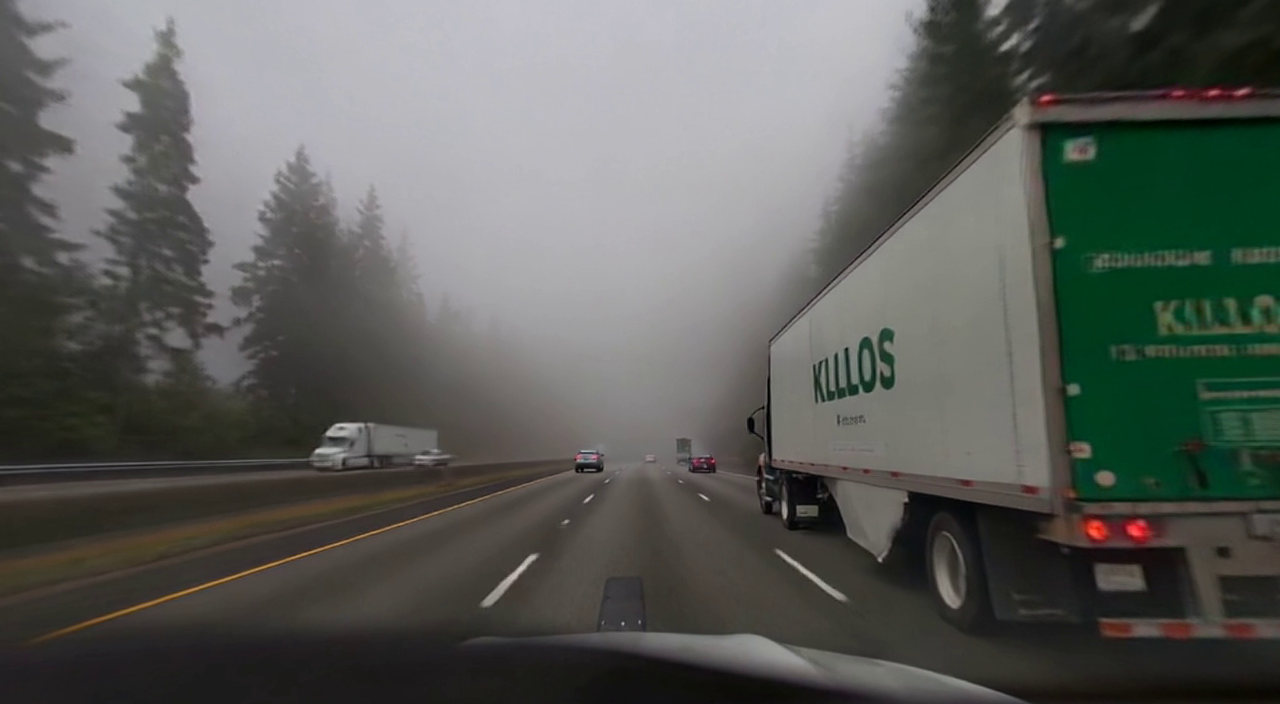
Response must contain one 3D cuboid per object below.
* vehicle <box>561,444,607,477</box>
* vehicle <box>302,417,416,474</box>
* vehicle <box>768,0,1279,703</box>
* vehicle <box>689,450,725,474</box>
[{"bbox_3d":[-2.981,5.900,34.390,2.017,1.683,4.309,0,-9,1],"label":"vehicle"},{"bbox_3d":[-19.865,6.846,45.711,2.915,3.605,11.295,0,-9,1],"label":"vehicle"},{"bbox_3d":[4.358,0.748,8.738,2.914,3.998,11.103,0,-9,1],"label":"vehicle"},{"bbox_3d":[4.796,7.904,45.349,2.176,1.598,3.878,0,-9,0],"label":"vehicle"}]
